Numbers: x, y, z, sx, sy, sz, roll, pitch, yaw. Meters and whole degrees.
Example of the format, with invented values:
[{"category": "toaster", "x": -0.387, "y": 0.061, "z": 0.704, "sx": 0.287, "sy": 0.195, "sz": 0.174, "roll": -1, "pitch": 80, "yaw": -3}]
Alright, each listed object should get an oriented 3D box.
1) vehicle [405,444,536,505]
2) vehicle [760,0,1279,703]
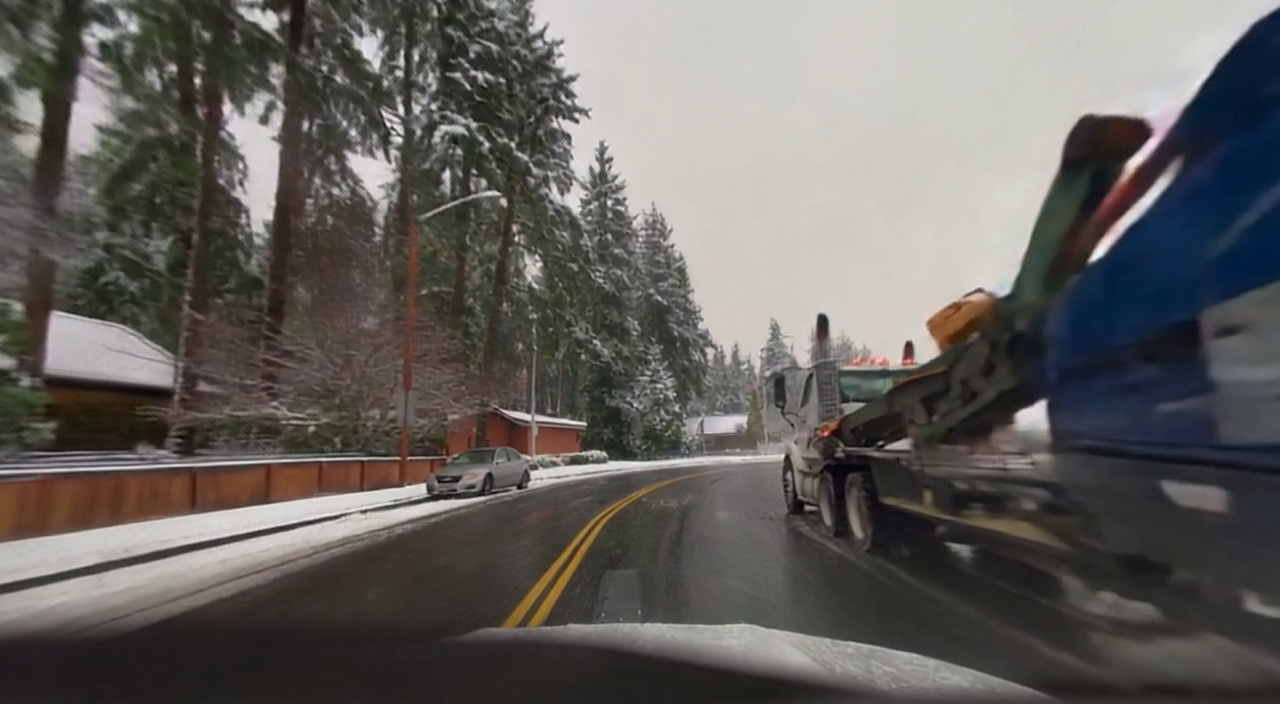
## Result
[{"category": "vehicle", "x": -4.606, "y": 3.368, "z": 17.922, "sx": 1.930, "sy": 1.487, "sz": 4.213, "roll": -2, "pitch": -8, "yaw": 10}, {"category": "vehicle", "x": 3.880, "y": 0.778, "z": 6.572, "sx": 2.834, "sy": 3.143, "sz": 12.517, "roll": 0, "pitch": -10, "yaw": 0}]
